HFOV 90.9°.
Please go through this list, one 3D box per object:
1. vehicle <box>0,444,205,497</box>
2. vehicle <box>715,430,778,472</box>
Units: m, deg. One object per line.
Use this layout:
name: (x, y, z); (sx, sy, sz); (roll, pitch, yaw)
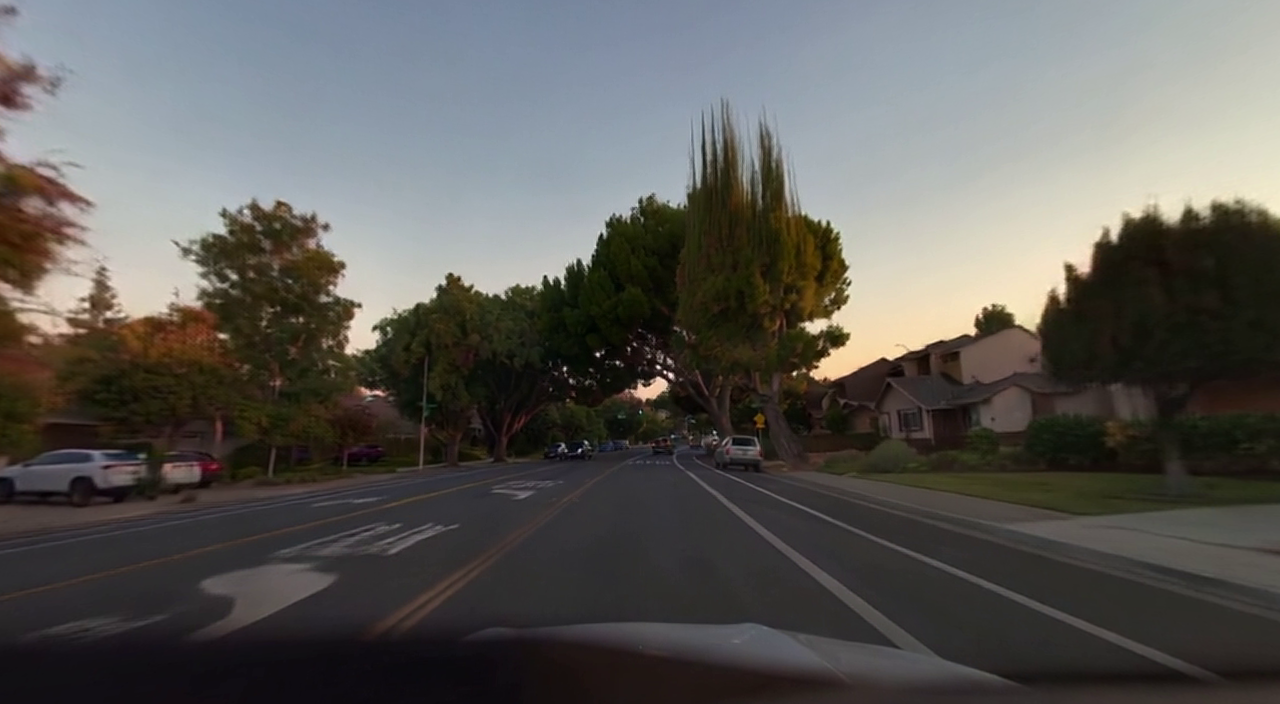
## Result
vehicle: (-18.376, 3.981, 21.394); (5.419, 1.649, 2.396); (0, -8, 1)
vehicle: (5.130, 4.854, 31.132); (2.233, 1.887, 5.347); (0, -8, 0)
